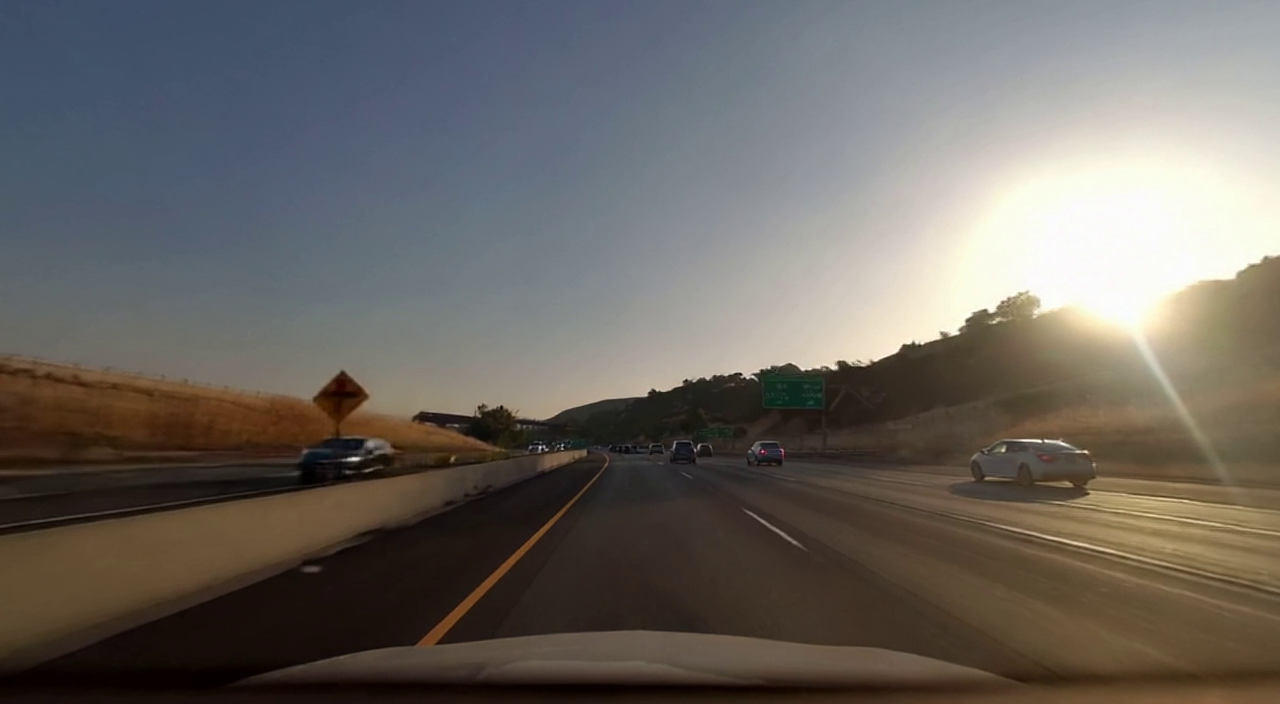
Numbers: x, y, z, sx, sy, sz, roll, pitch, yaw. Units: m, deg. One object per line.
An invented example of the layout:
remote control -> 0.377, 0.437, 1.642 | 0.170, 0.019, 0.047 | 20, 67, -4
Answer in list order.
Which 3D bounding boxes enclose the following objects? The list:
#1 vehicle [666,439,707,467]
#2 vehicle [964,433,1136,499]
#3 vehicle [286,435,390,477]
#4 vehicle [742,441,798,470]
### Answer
vehicle -> 2.763, 6.077, 38.233 | 1.977, 1.601, 4.598 | 0, -8, -2
vehicle -> 10.915, 3.034, 17.237 | 1.844, 1.560, 4.085 | 0, -8, -1
vehicle -> -9.941, 3.412, 21.085 | 1.723, 1.223, 3.577 | 1, -7, -1
vehicle -> 6.841, 5.500, 33.763 | 1.952, 1.442, 4.259 | 0, -8, -2
